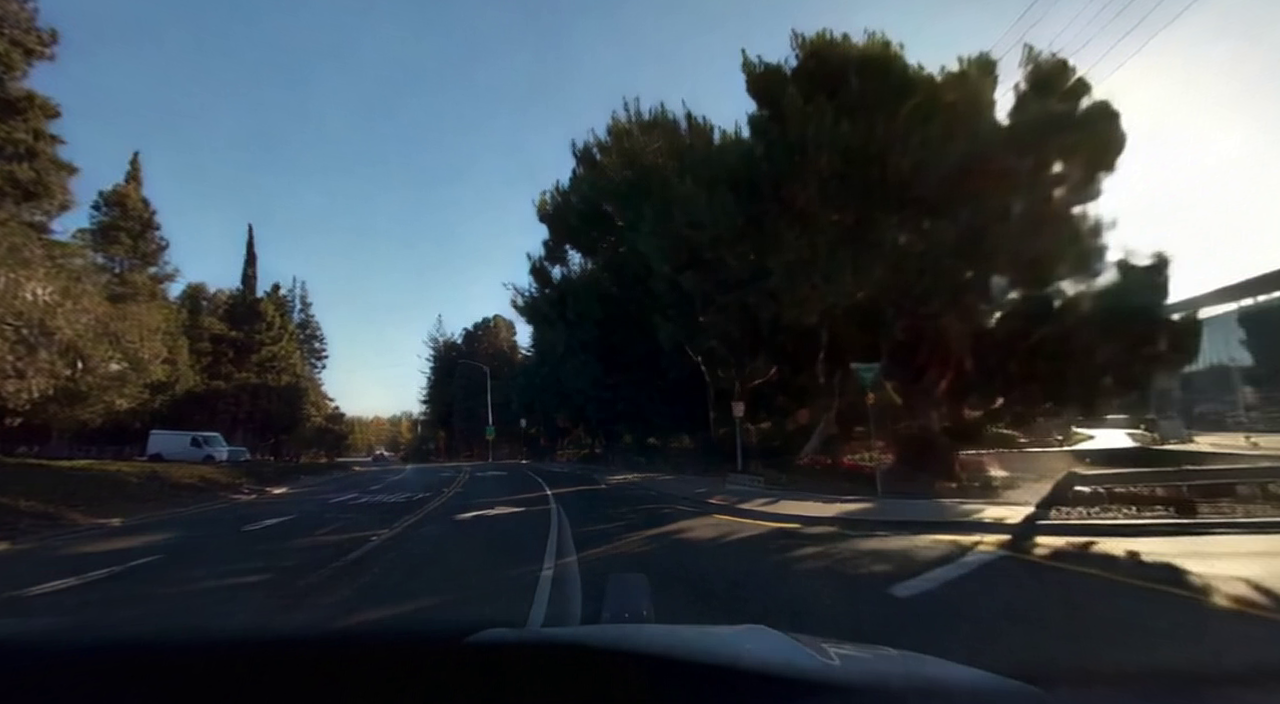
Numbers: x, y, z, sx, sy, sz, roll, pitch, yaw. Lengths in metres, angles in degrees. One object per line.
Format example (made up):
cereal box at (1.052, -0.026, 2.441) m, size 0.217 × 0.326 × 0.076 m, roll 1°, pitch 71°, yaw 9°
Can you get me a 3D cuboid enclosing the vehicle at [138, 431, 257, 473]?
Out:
vehicle at (-22.085, 4.976, 31.495) m, size 4.699 × 1.996 × 2.116 m, roll -2°, pitch -9°, yaw 13°
